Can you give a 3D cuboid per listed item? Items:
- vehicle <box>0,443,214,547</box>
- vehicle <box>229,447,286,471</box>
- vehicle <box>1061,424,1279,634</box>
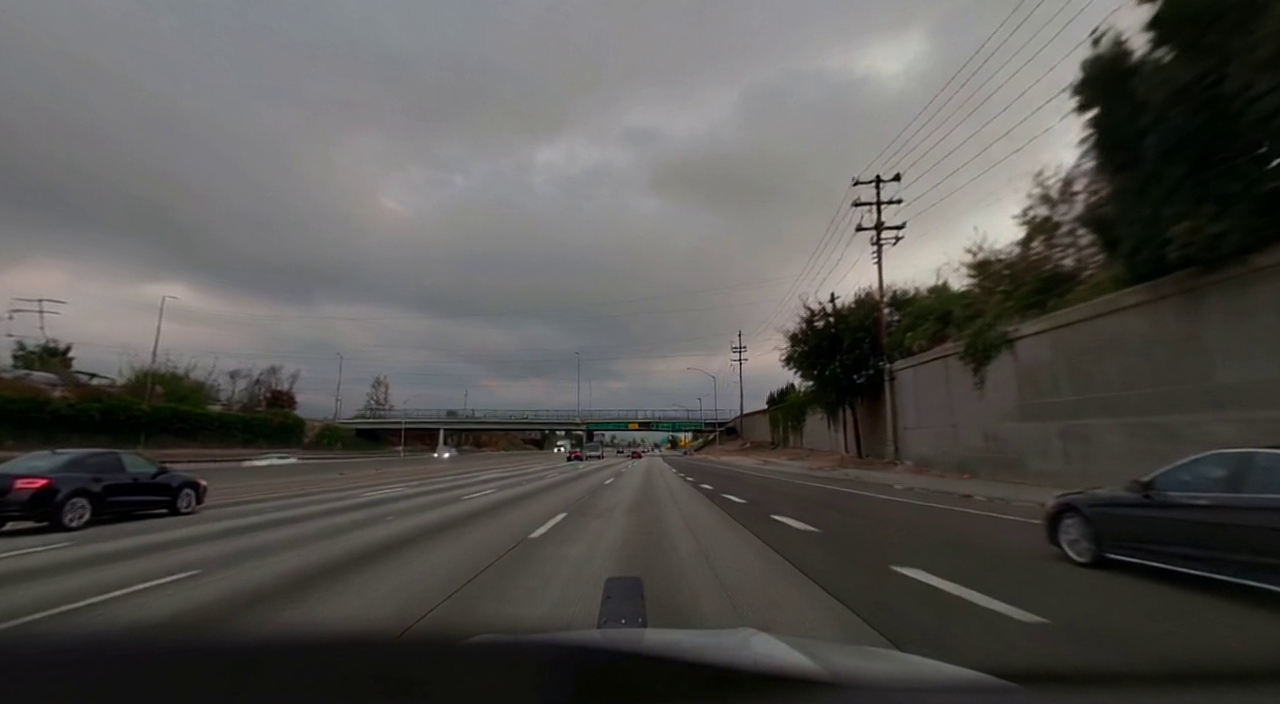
[{"bbox_3d":[-10.180,2.362,11.129,2.056,1.476,4.562,0,-8,1],"label":"vehicle"},{"bbox_3d":[-23.443,6.566,38.780,1.430,1.333,3.223,-1,-8,1],"label":"vehicle"},{"bbox_3d":[5.661,1.254,4.390,2.009,1.508,4.874,0,-8,-1],"label":"vehicle"}]
